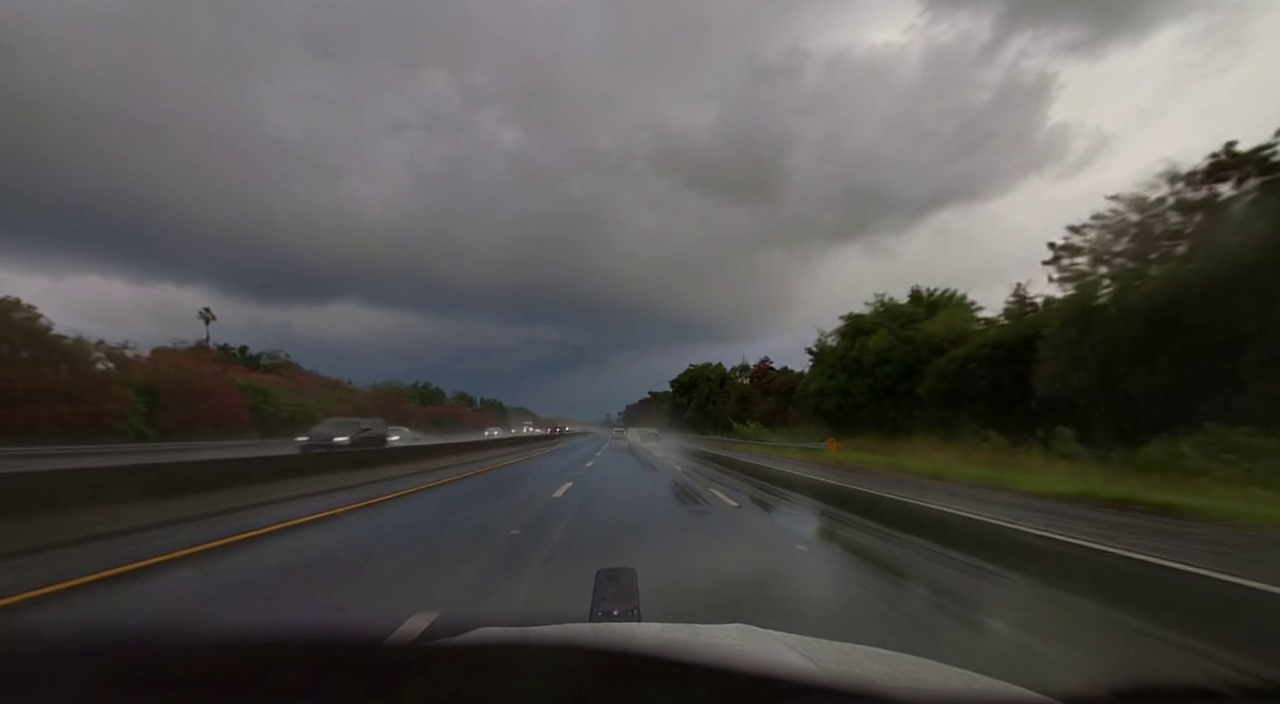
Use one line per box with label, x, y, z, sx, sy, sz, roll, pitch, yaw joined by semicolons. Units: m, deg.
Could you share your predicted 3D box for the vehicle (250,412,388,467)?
vehicle;-12.529;3.499;25.278;2.572;1.914;5.882;0;-8;-2
